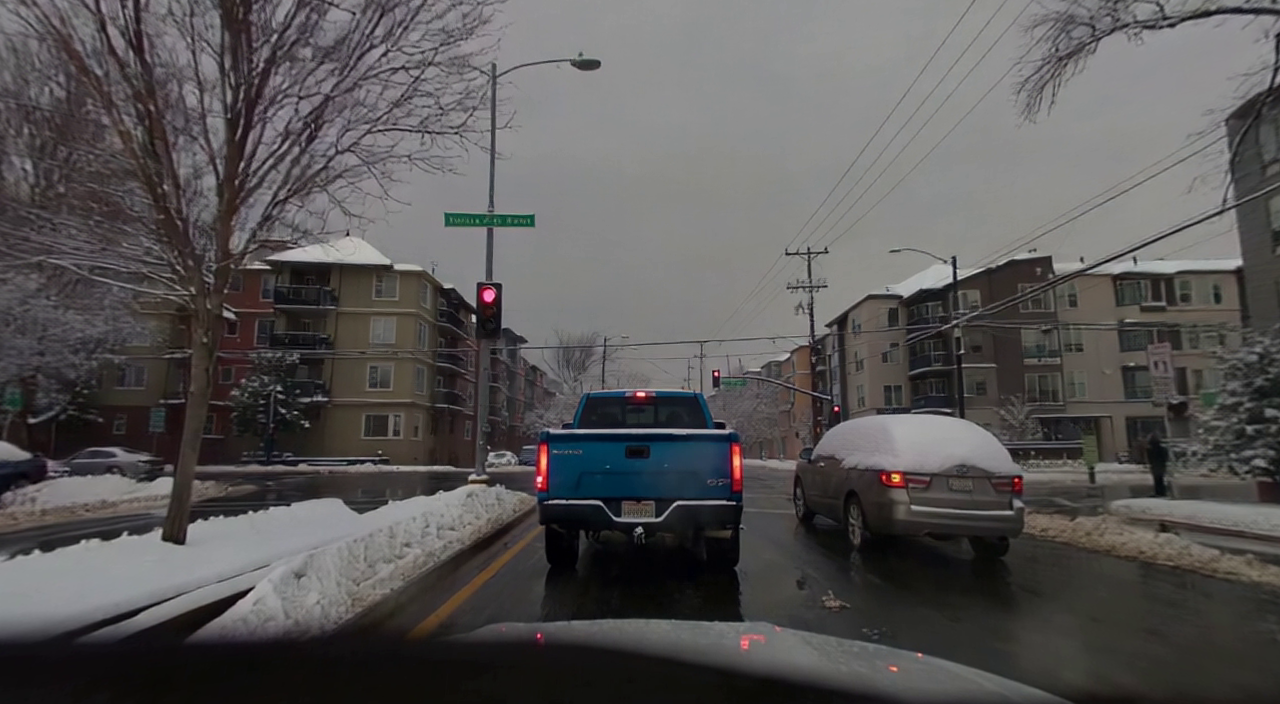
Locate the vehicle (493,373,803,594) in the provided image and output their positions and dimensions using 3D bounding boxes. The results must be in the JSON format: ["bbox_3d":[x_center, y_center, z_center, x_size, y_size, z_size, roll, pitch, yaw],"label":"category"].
[{"bbox_3d":[0.107,1.539,8.222,2.738,1.959,5.070,0,-8,1],"label":"vehicle"}]

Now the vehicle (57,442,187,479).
[{"bbox_3d":[-24.894,5.199,30.394,4.563,1.692,1.778,0,-9,-2],"label":"vehicle"}]

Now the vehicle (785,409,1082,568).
[{"bbox_3d":[3.841,1.882,9.496,2.131,1.759,4.762,0,-8,0],"label":"vehicle"}]

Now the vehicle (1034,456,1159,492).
[{"bbox_3d":[21.728,5.814,30.117,4.498,1.618,1.843,0,-8,0],"label":"vehicle"}]

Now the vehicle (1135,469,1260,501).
[{"bbox_3d":[26.401,6.282,29.927,4.071,1.388,1.884,0,-8,1],"label":"vehicle"}]
